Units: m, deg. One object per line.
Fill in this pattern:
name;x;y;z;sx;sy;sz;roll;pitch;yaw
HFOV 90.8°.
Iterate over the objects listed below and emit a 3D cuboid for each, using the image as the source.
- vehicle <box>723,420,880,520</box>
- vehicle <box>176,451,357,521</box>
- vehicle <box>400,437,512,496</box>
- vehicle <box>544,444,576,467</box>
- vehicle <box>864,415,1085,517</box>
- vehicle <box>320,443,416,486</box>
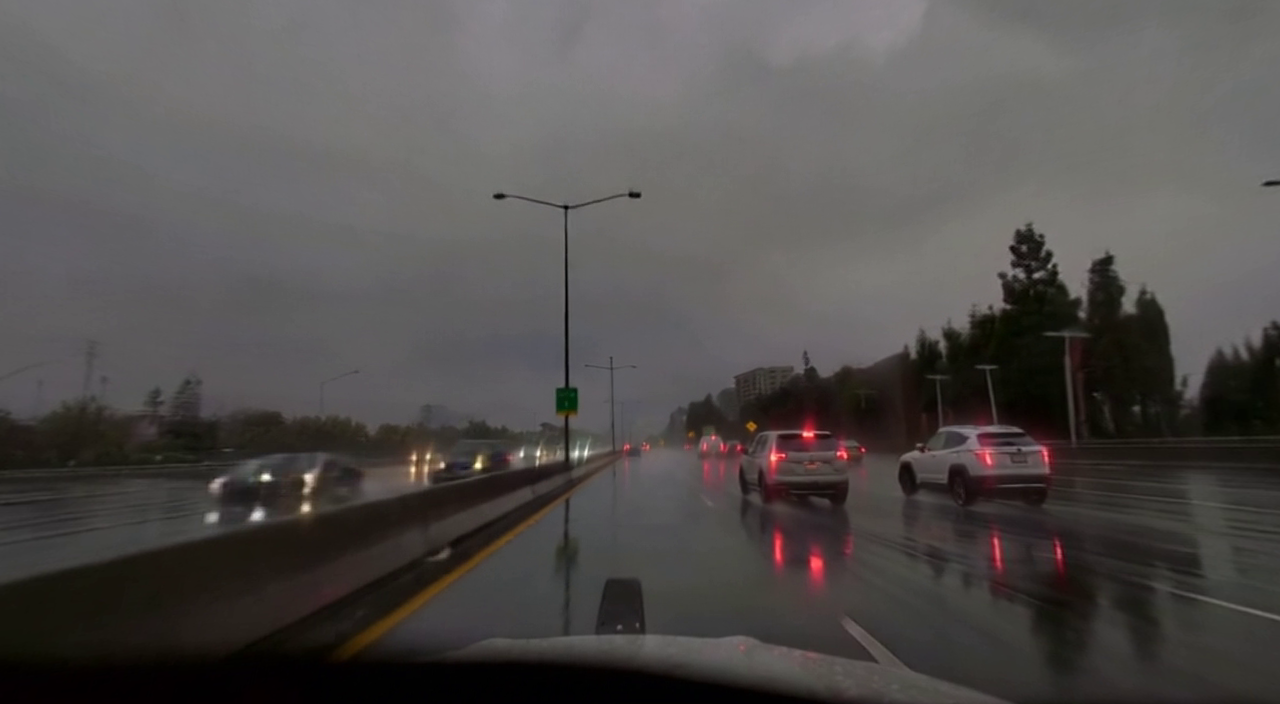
vehicle;3.075;2.358;13.106;2.059;1.711;4.302;0;-8;0
vehicle;-9.351;3.338;16.349;2.020;1.494;4.353;0;-8;0
vehicle;-5.610;3.540;19.964;2.184;1.638;4.522;0;-8;0
vehicle;-5.877;7.622;46.651;1.827;1.619;3.866;0;-8;0
vehicle;6.871;2.404;13.811;2.040;1.801;4.959;0;-8;-1
vehicle;-13.304;5.495;31.403;2.211;1.919;5.718;0;-8;1
